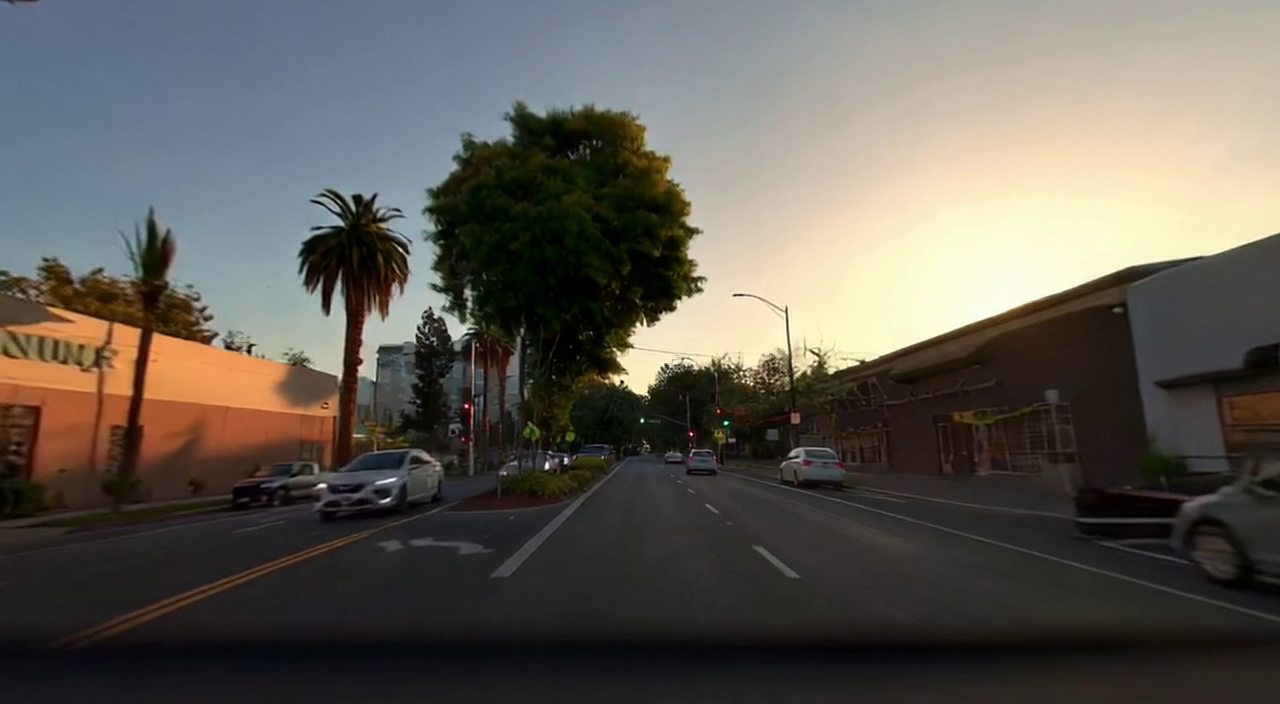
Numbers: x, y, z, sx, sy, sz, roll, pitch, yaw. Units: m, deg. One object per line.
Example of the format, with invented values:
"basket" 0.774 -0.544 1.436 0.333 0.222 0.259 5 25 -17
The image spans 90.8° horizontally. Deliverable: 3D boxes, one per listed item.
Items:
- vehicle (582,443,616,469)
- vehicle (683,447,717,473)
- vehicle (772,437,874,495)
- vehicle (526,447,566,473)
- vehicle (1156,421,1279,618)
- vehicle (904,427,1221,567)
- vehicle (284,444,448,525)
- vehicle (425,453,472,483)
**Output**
"vehicle" -3.107 7.977 48.716 2.252 1.832 4.843 0 -8 0
"vehicle" 3.683 6.711 39.487 1.896 1.501 3.625 0 -8 2
"vehicle" 6.613 4.170 23.595 2.128 1.887 5.602 0 -8 0
"vehicle" -6.225 7.184 42.312 2.008 1.661 4.269 0 -8 1
"vehicle" 6.637 1.348 4.624 1.846 1.739 4.525 0 -8 0
"vehicle" 6.508 2.237 10.622 1.966 1.790 4.646 0 -8 -2
"vehicle" -5.890 2.844 14.188 2.010 1.538 3.871 0 -8 -2
"vehicle" -12.612 7.728 41.818 1.813 1.544 4.070 -1 -15 0
